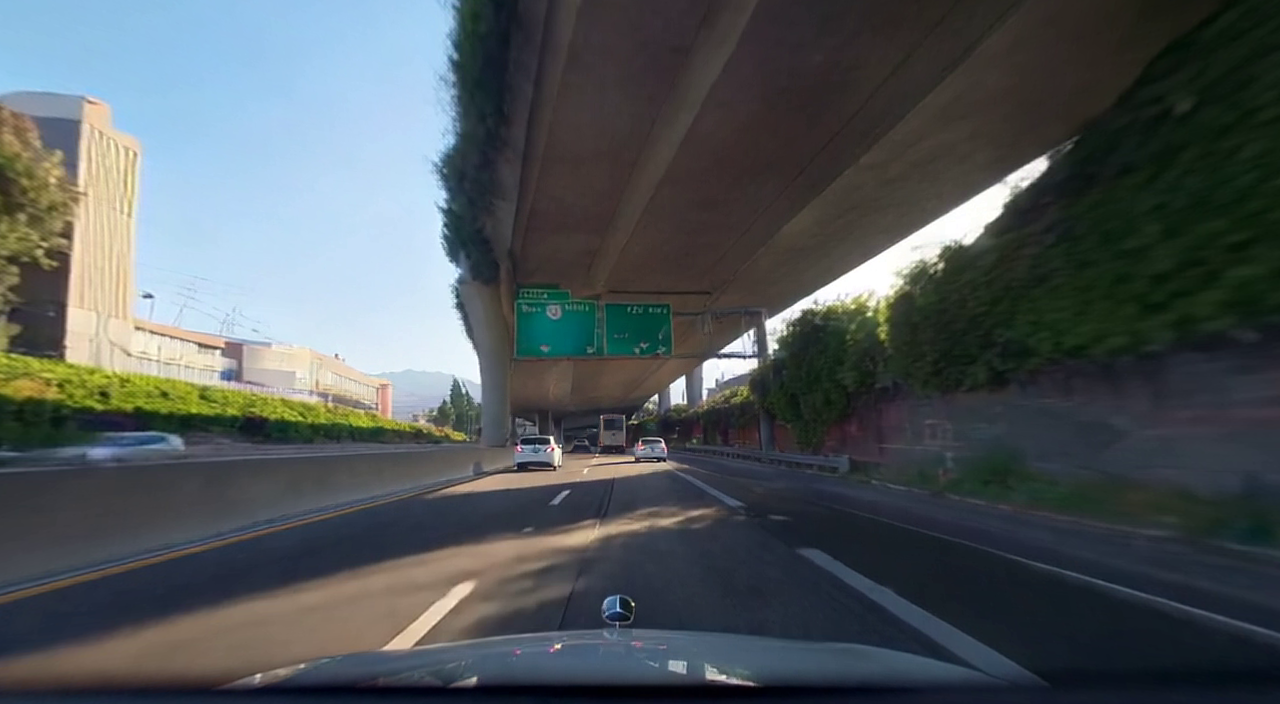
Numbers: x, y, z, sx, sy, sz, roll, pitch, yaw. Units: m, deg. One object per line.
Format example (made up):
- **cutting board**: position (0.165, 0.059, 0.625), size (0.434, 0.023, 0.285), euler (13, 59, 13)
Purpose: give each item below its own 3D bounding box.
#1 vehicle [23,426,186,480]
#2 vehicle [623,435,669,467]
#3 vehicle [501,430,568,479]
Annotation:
- **vehicle**: position (-17.076, 3.233, 20.382), size (1.853, 1.517, 3.978), euler (0, -8, -2)
- **vehicle**: position (0.263, 5.519, 35.263), size (2.078, 1.608, 3.982), euler (0, -8, -6)
- **vehicle**: position (-4.139, 4.080, 25.345), size (2.080, 1.733, 4.410), euler (0, -8, -2)
